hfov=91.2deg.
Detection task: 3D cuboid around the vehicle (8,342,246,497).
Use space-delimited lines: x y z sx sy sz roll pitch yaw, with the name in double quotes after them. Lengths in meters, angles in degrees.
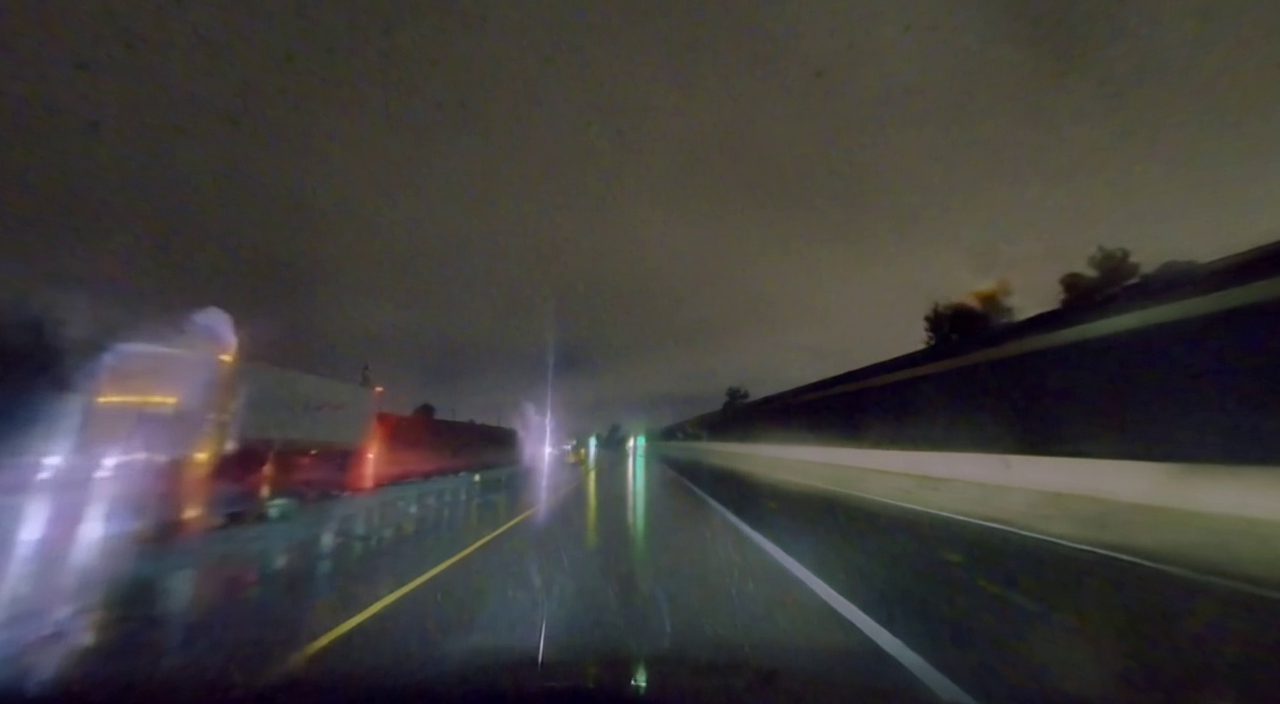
-15.954 2.202 20.063 3.730 4.427 4.152 0 -8 0 "vehicle"
